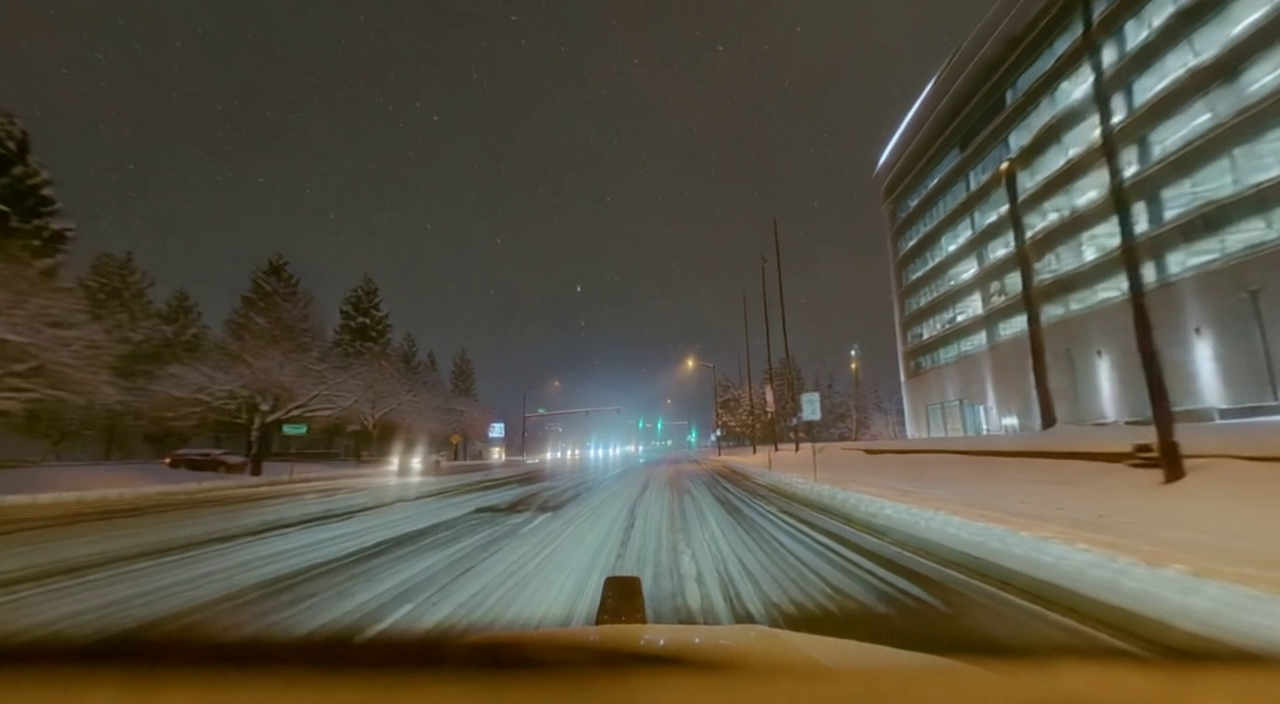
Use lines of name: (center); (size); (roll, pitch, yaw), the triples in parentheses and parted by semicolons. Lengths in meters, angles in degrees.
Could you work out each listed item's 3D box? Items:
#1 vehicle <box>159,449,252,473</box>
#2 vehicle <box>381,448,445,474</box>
vehicle: (-28.705, 7.203, 41.597); (4.692, 1.576, 1.864); (0, -9, -2)
vehicle: (-13.800, 6.628, 38.456); (1.920, 1.512, 4.657); (-1, -9, 4)
